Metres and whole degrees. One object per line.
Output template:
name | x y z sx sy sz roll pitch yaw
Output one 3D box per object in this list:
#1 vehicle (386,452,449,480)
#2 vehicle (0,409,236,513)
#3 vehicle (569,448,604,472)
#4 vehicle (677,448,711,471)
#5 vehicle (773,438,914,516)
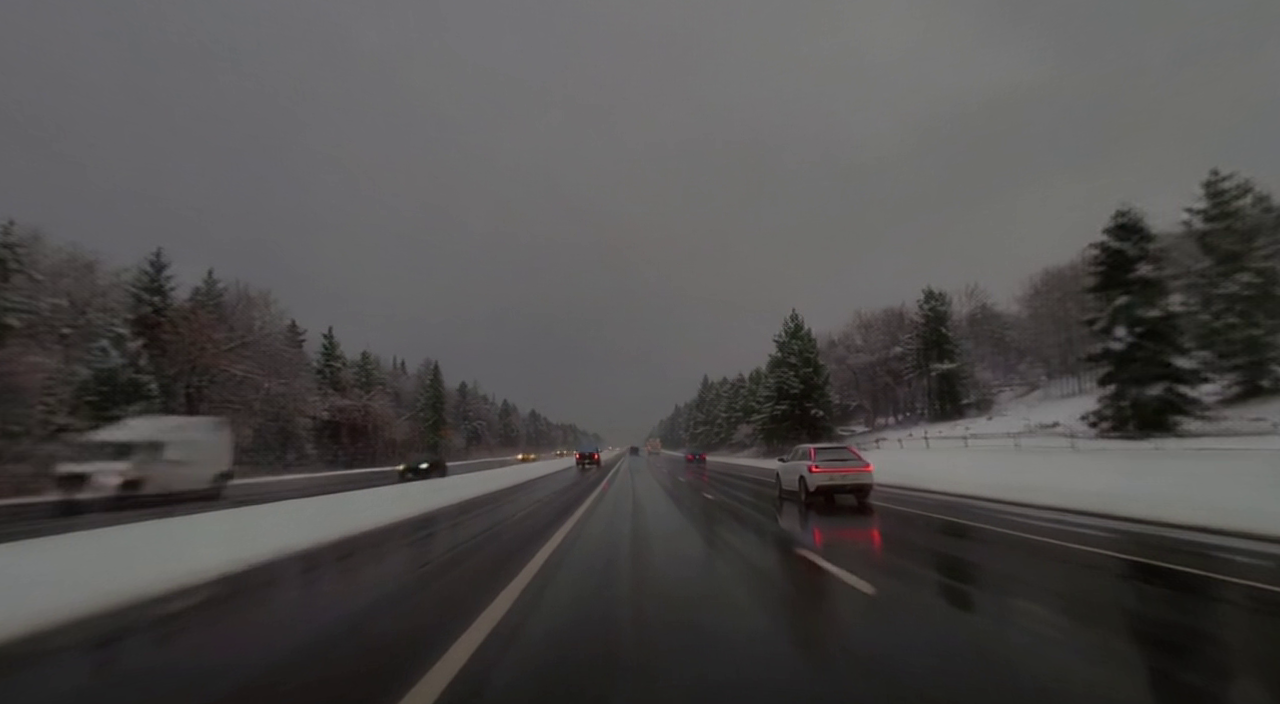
vehicle | -12.180 6.256 34.895 1.951 1.462 4.378 0 -9 -1
vehicle | -15.237 3.211 18.980 2.246 2.611 5.858 0 -9 -1
vehicle | -3.491 7.166 42.142 2.021 1.507 4.272 0 -9 -1
vehicle | 3.594 7.191 42.317 1.846 1.480 3.694 0 -9 -2
vehicle | 4.586 2.861 14.909 1.903 1.566 3.866 0 -9 -2
